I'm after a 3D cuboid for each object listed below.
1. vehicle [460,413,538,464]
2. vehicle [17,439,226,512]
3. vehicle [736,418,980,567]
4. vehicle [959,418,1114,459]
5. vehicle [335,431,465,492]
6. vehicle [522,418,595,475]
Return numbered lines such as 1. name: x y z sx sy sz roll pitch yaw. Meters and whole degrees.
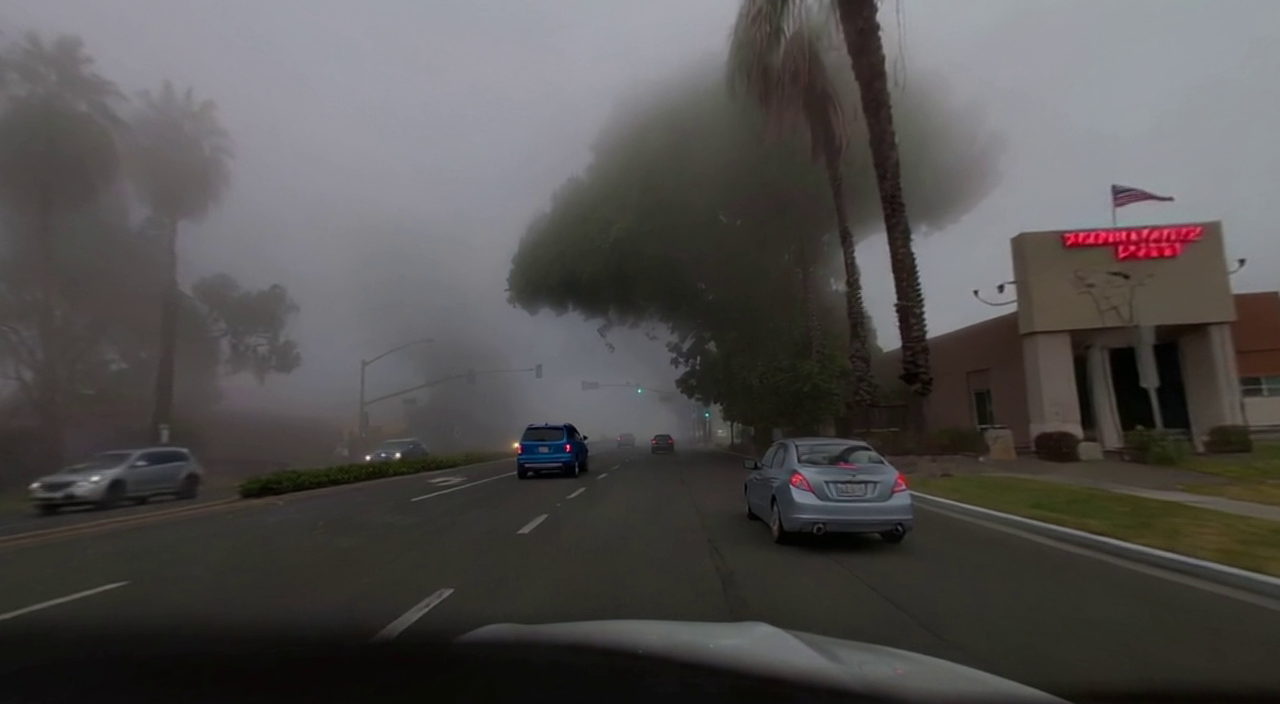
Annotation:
1. vehicle: -5.785 3.656 26.422 2.157 1.942 4.210 0 -9 2
2. vehicle: -14.264 3.373 17.793 1.961 1.757 4.557 0 -8 0
3. vehicle: 2.529 1.746 8.626 1.919 1.472 4.470 -1 -8 3
4. vehicle: 15.432 3.449 24.865 4.680 1.506 2.017 -2 -9 14
5. vehicle: -6.487 3.006 17.603 1.751 1.445 4.340 0 -9 2
6. vehicle: -3.019 3.681 24.494 2.152 1.987 4.527 0 -8 1
